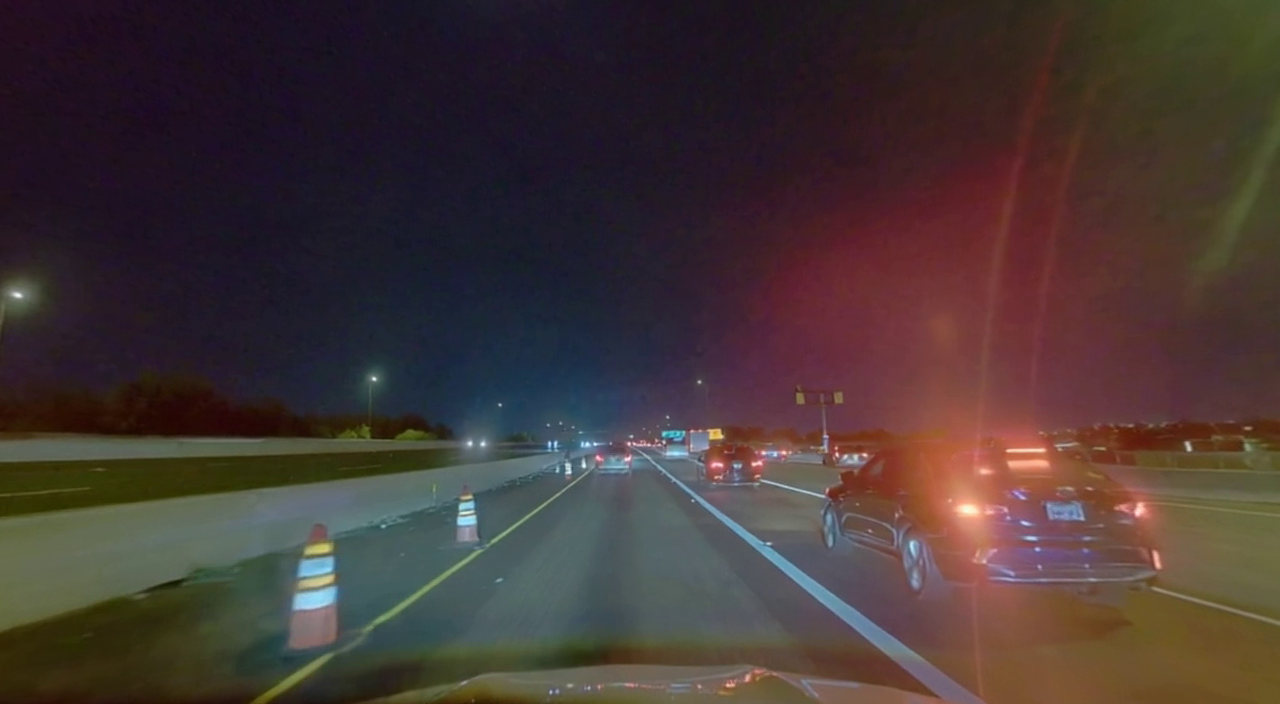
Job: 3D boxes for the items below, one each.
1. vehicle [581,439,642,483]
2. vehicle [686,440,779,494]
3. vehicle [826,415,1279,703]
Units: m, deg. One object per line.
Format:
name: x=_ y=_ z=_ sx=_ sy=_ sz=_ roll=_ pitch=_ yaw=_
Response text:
vehicle: x=-0.997 y=4.000 z=23.447 sx=2.069 sy=1.470 sz=4.004 roll=0 pitch=-8 yaw=-1
vehicle: x=2.696 y=3.481 z=19.560 sx=2.042 sy=1.460 sz=4.451 roll=0 pitch=-9 yaw=-2
vehicle: x=3.121 y=1.326 z=4.884 sx=1.996 sy=1.455 sz=4.281 roll=0 pitch=-9 yaw=-1
